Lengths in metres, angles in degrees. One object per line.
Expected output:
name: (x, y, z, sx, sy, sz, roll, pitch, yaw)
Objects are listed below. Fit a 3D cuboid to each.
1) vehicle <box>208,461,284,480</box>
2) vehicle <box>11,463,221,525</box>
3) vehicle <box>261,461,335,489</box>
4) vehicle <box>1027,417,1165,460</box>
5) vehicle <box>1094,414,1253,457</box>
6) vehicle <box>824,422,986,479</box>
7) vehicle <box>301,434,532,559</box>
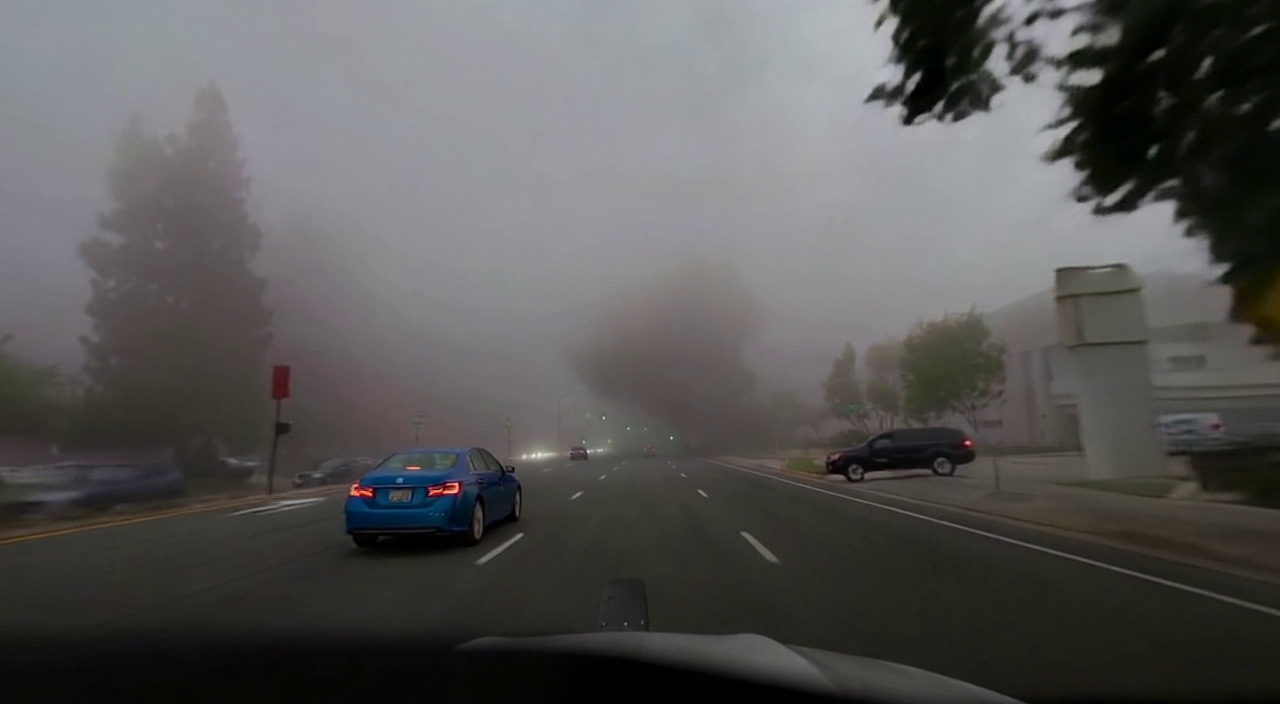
vehicle: (-30.875, 9.300, 49.436, 4.737, 1.375, 1.926, -1, -8, 3)
vehicle: (-14.525, 3.937, 17.936, 1.964, 1.376, 4.627, -1, -9, 0)
vehicle: (-20.168, 7.256, 37.427, 1.757, 1.449, 4.416, -1, -9, 3)
vehicle: (17.162, 3.333, 24.050, 1.966, 1.451, 4.297, 0, -9, -1)
vehicle: (19.999, 3.217, 23.972, 1.857, 1.471, 4.717, 0, -9, -1)
vehicle: (8.567, 3.256, 20.844, 4.511, 1.720, 2.131, -2, -8, 11)
vehicle: (-3.080, 2.079, 9.855, 1.924, 1.480, 4.421, -1, -9, 1)
